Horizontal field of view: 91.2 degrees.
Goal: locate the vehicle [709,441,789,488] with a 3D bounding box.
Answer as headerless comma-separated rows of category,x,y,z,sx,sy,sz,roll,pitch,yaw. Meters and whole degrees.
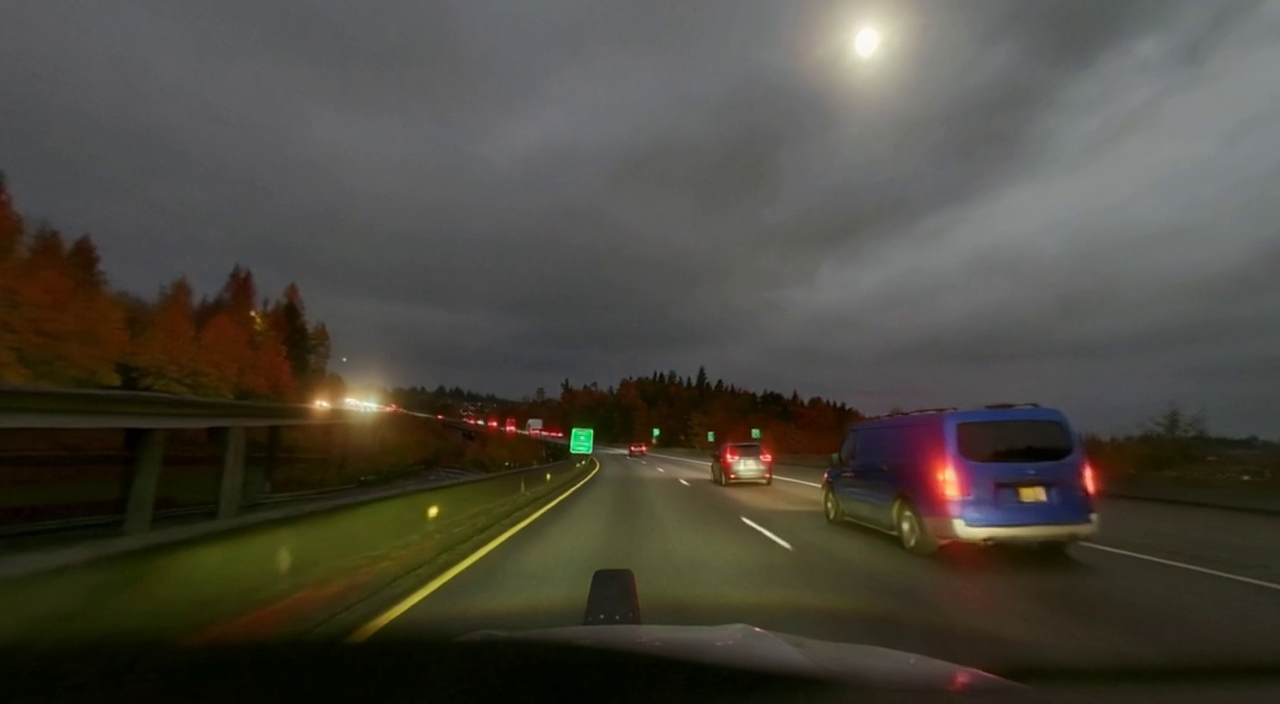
vehicle,3.840,4.036,22.756,1.952,1.536,4.036,0,-9,-3

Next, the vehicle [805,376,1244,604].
vehicle,3.965,1.555,7.916,2.205,1.923,4.956,0,-9,-2
